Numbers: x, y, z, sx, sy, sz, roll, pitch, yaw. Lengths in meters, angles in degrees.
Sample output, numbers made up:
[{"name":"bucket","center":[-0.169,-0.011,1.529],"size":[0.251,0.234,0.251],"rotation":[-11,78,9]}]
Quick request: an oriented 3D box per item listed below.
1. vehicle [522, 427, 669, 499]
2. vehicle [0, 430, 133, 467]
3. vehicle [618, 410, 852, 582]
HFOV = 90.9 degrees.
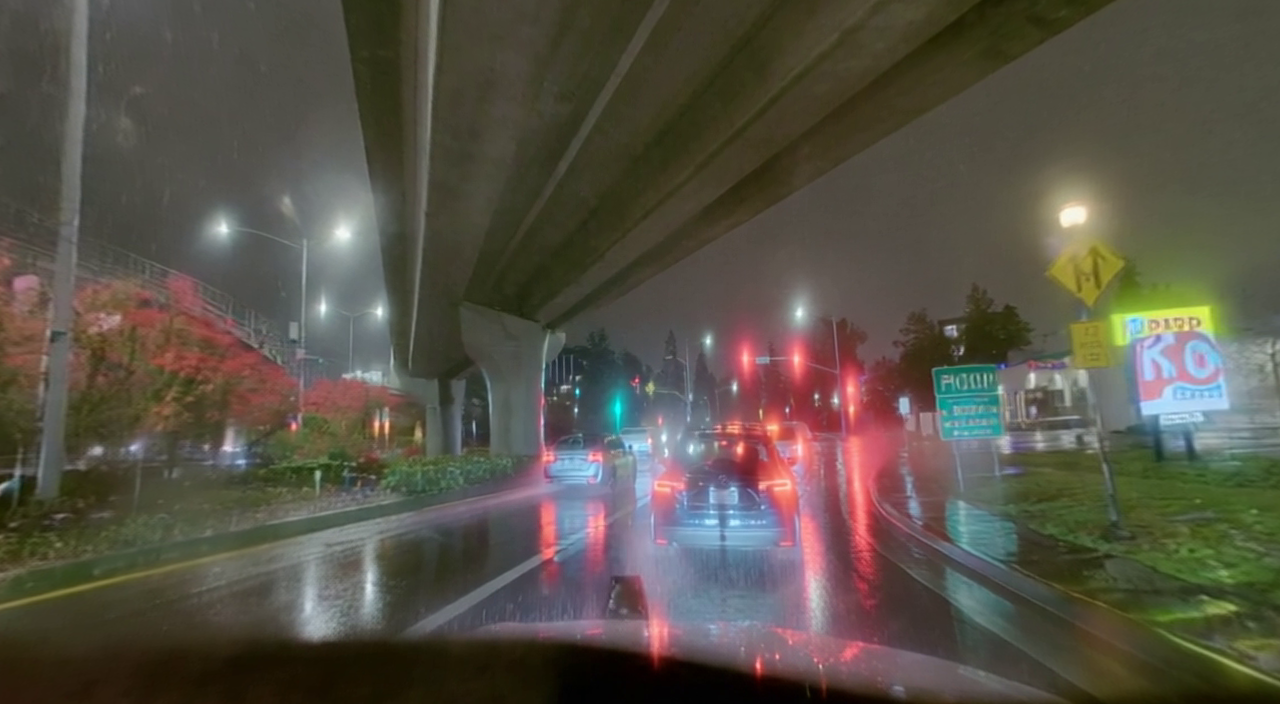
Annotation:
[{"name":"vehicle","center":[-0.906,2.758,16.099],"size":[2.214,1.519,4.704],"rotation":[-3,-9,17]},{"name":"vehicle","center":[-33.110,5.549,36.315],"size":[5.457,2.021,2.213],"rotation":[2,-9,-14]},{"name":"vehicle","center":[1.260,1.670,8.204],"size":[2.195,1.571,4.353],"rotation":[-2,-9,10]}]
